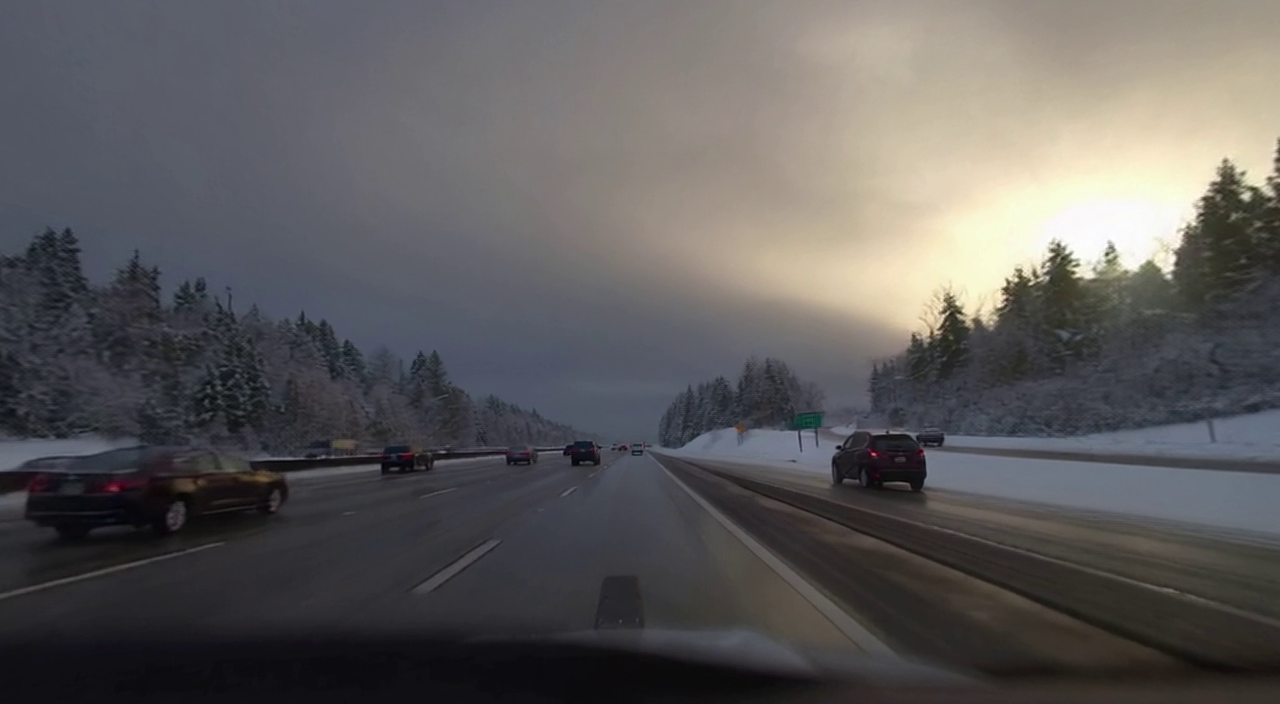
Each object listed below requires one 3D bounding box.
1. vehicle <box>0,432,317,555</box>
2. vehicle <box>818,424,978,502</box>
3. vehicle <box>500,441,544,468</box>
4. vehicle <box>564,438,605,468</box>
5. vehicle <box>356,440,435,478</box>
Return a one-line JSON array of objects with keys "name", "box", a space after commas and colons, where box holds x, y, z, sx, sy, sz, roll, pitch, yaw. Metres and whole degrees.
[{"name": "vehicle", "box": [-7.471, 2.096, 10.099, 2.071, 1.486, 4.703, 0, -9, 0]}, {"name": "vehicle", "box": [6.827, 3.015, 17.424, 2.259, 1.816, 4.862, 0, -9, -1]}, {"name": "vehicle", "box": [-7.911, 6.925, 42.678, 2.087, 1.755, 4.457, 0, -9, 0]}, {"name": "vehicle", "box": [-3.829, 7.079, 44.214, 2.288, 1.962, 5.119, 0, -9, 1]}, {"name": "vehicle", "box": [-11.403, 5.016, 29.705, 1.958, 1.633, 4.302, 0, -9, 0]}]
